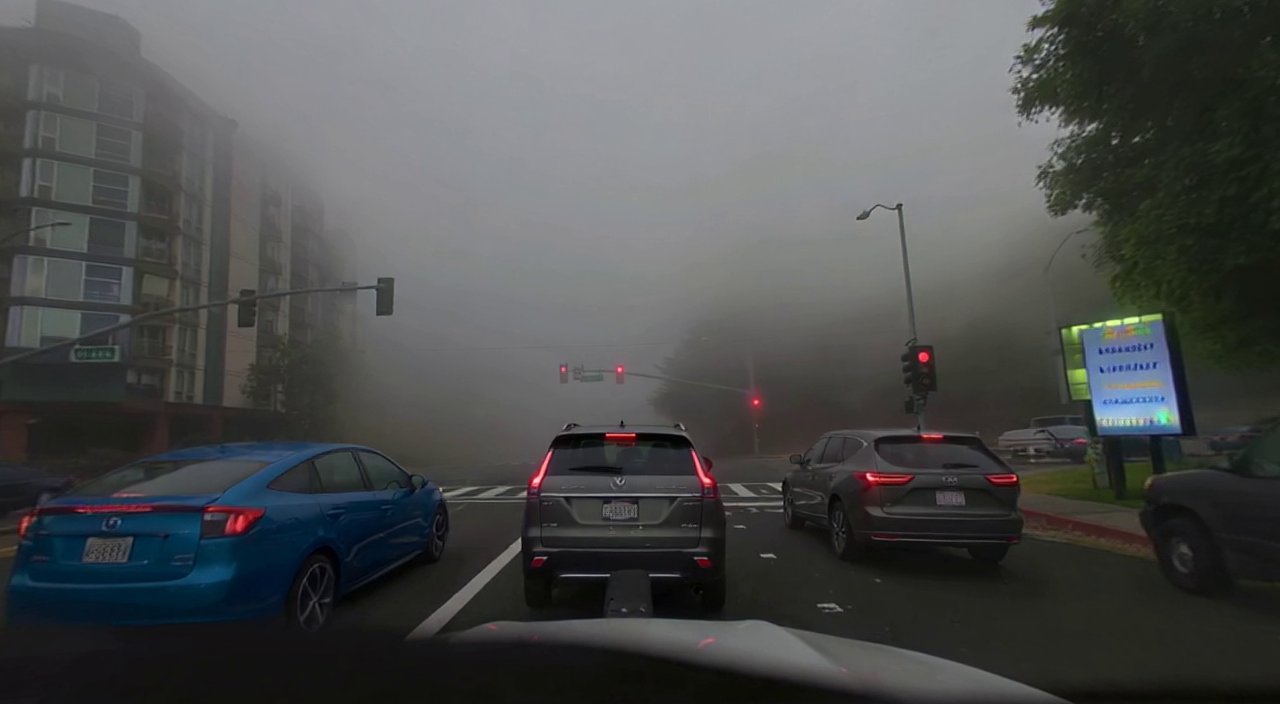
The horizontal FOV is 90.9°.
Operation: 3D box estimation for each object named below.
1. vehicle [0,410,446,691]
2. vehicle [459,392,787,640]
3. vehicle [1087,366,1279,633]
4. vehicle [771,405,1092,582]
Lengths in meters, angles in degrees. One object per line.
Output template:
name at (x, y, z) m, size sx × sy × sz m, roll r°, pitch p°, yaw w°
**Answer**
vehicle at (-3.548, 1.426, 5.818) m, size 1.906 × 1.524 × 4.547 m, roll 0°, pitch -8°, yaw 2°
vehicle at (-0.127, 1.417, 6.444) m, size 2.195 × 1.662 × 4.262 m, roll 0°, pitch -8°, yaw 0°
vehicle at (5.353, 0.983, 4.116) m, size 2.081 × 1.790 × 4.839 m, roll -2°, pitch -9°, yaw 12°
vehicle at (3.217, 1.666, 8.260) m, size 2.004 × 1.646 × 4.554 m, roll 0°, pitch -8°, yaw 0°
